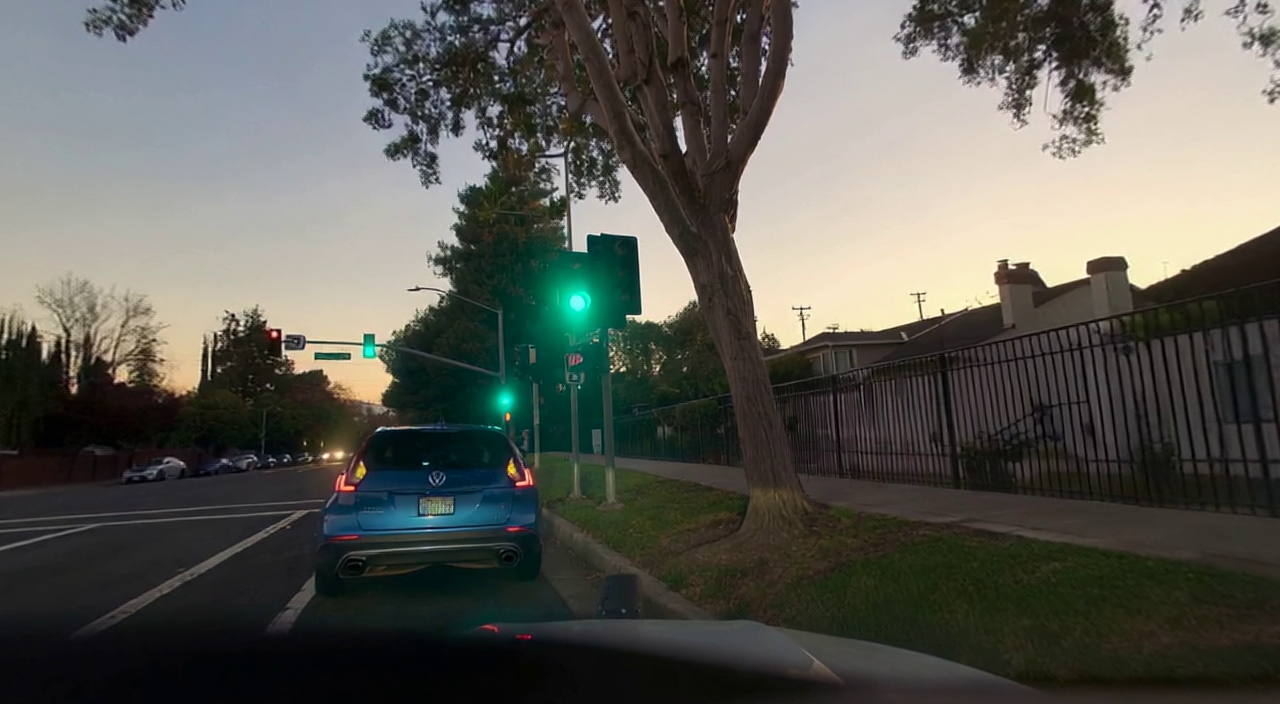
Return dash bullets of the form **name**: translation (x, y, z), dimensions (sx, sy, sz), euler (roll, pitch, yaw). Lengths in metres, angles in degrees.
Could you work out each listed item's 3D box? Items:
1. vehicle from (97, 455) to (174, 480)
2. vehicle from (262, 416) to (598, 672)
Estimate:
- **vehicle**: translation (-37.399, 8.549, 46.933), dimensions (3.959, 1.680, 1.785), euler (2, -9, -12)
- **vehicle**: translation (-1.825, 1.445, 5.879), dimensions (2.024, 1.502, 3.702), euler (3, -9, -17)
